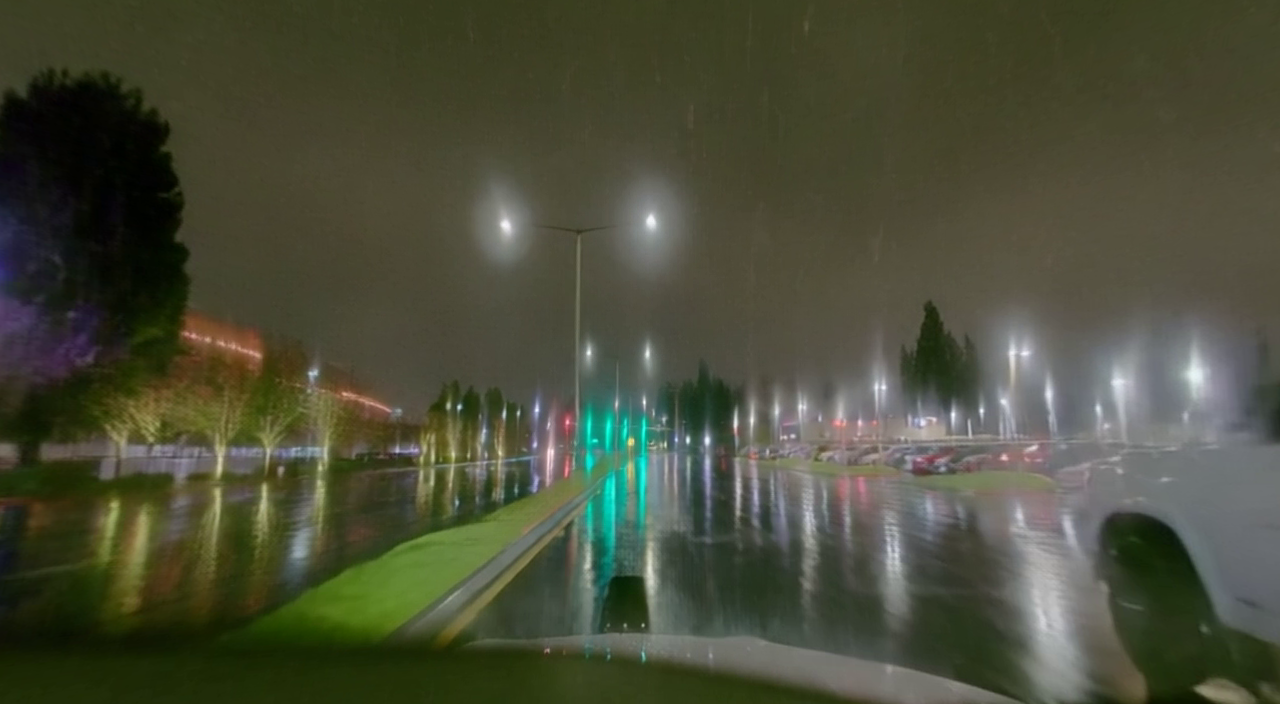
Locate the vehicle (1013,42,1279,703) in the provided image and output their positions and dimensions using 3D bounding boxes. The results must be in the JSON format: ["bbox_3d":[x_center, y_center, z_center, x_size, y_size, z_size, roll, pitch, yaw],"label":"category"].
[{"bbox_3d":[3.266,0.083,0.448,2.484,2.642,5.990,-1,-8,3],"label":"vehicle"}]

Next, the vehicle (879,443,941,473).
[{"bbox_3d":[17.227,6.734,40.457,1.882,1.699,4.367,-2,-8,-1],"label":"vehicle"}]
